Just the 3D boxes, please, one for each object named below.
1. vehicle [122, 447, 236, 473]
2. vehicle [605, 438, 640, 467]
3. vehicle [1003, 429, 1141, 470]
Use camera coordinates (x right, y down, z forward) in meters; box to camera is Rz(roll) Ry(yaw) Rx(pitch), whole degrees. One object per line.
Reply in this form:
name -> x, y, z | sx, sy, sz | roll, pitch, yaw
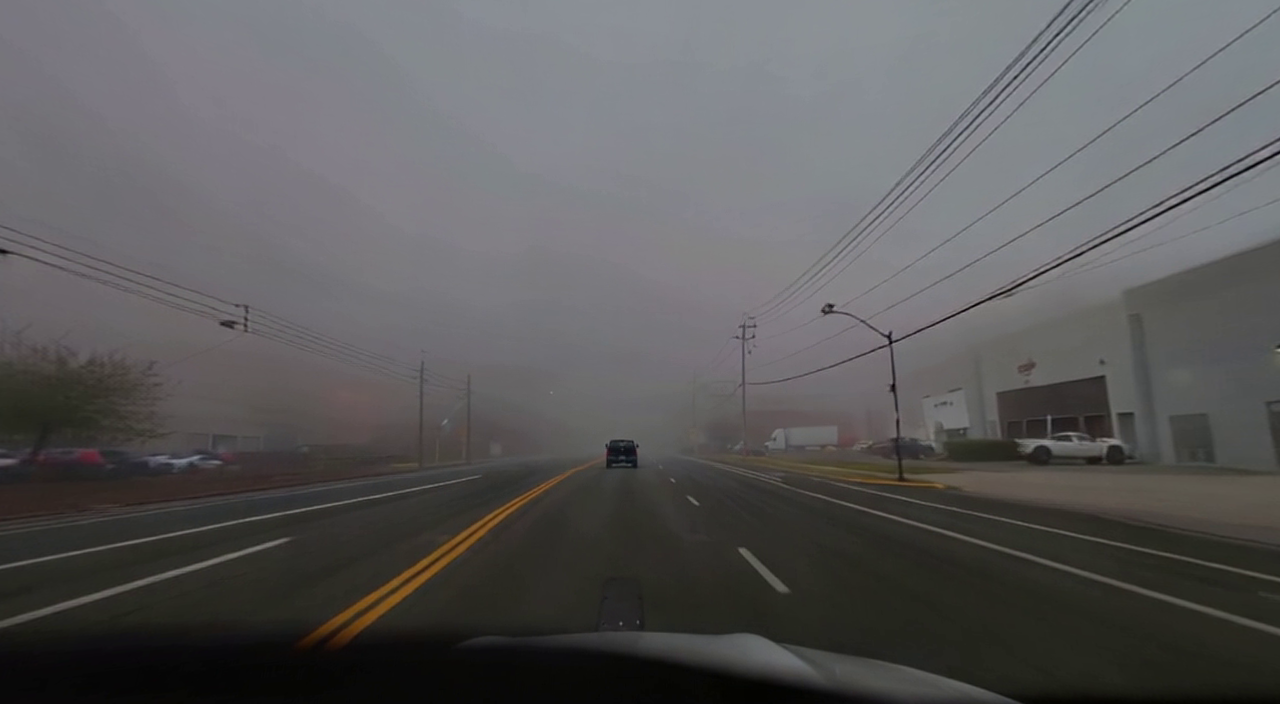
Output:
vehicle -> -26.475, 6.191, 36.417 | 4.728, 1.431, 2.287 | 0, -8, -2
vehicle -> -0.967, 5.747, 36.227 | 1.937, 1.588, 3.746 | 0, -8, 0
vehicle -> 23.281, 5.281, 34.231 | 5.669, 2.073, 2.297 | -1, -8, 2
